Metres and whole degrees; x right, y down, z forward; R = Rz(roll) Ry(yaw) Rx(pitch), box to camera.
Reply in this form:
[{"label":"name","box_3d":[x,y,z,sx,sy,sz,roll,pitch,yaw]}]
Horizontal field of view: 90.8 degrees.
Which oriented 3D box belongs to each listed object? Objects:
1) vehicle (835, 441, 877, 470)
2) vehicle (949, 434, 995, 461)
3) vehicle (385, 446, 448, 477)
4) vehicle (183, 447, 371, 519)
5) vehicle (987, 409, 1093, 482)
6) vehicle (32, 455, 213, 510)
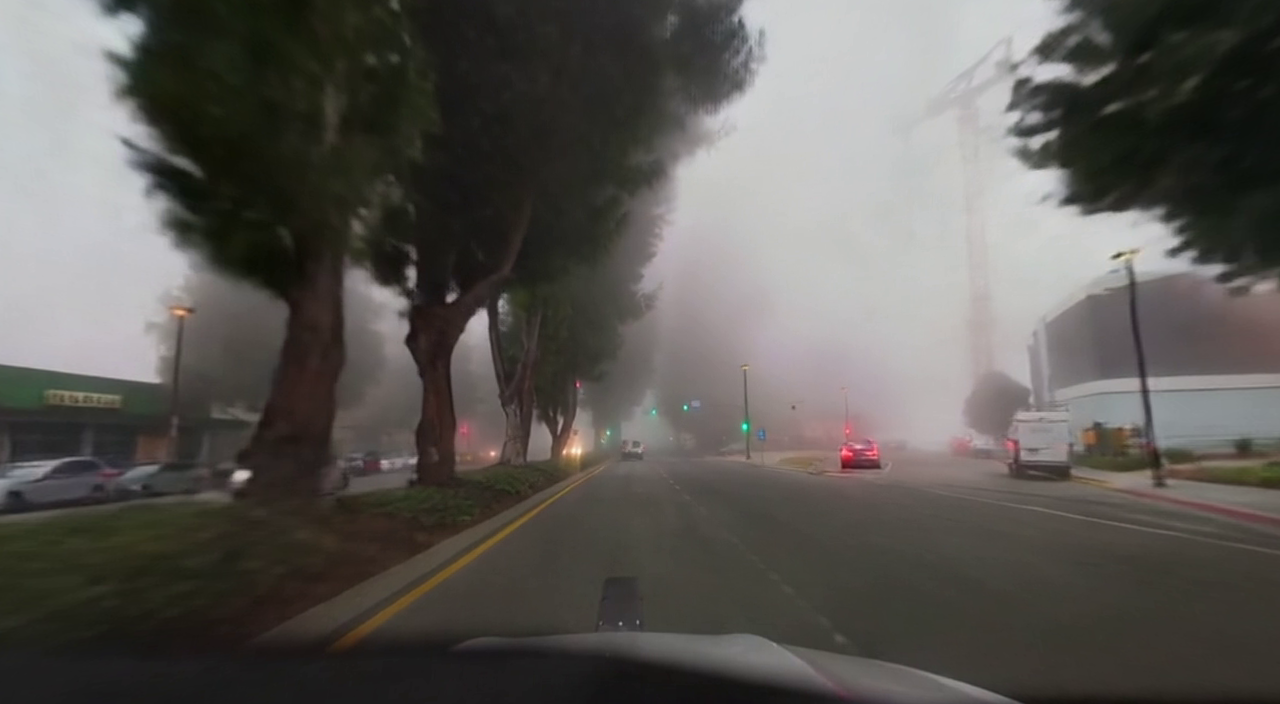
[{"label":"vehicle","box_3d":[12.449,5.908,36.257,1.961,1.485,4.762,-4,-9,22]},{"label":"vehicle","box_3d":[25.224,7.297,48.149,2.159,1.920,4.948,-3,-9,17]},{"label":"vehicle","box_3d":[-12.096,5.938,34.514,1.897,1.557,4.218,0,-8,0]},{"label":"vehicle","box_3d":[-8.484,3.053,15.354,1.960,1.461,4.433,0,-9,0]},{"label":"vehicle","box_3d":[16.859,3.994,27.068,2.311,2.722,5.823,-3,-9,18]},{"label":"vehicle","box_3d":[-16.293,4.089,20.301,1.852,1.476,4.704,0,-9,-1]}]
